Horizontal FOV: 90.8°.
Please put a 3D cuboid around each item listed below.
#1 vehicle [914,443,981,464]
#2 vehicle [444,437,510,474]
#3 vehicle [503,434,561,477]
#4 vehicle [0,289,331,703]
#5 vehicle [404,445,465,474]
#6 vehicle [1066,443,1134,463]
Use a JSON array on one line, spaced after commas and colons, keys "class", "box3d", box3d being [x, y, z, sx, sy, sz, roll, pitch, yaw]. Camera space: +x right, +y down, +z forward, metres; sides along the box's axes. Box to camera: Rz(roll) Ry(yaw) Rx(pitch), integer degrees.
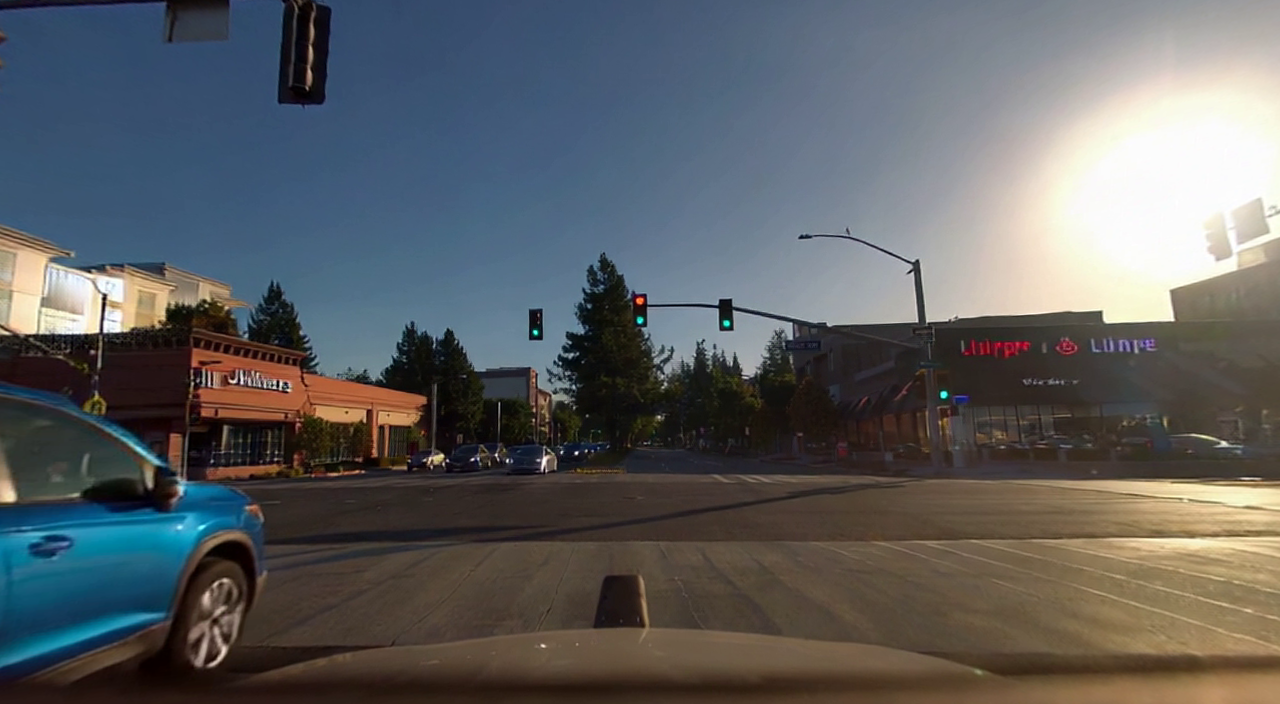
[{"class": "vehicle", "box3d": [23.918, 7.896, 49.222, 4.135, 1.417, 1.851, -2, -9, 2]}, {"class": "vehicle", "box3d": [-8.419, 5.393, 33.172, 2.273, 1.791, 4.809, 0, -8, -1]}, {"class": "vehicle", "box3d": [-4.925, 4.774, 29.493, 2.384, 1.787, 5.038, 1, -8, -6]}, {"class": "vehicle", "box3d": [-3.511, 0.747, 2.454, 2.313, 1.883, 5.016, 0, -8, -4]}, {"class": "vehicle", "box3d": [-11.322, 5.927, 35.143, 2.003, 1.476, 4.082, 0, -8, 1]}, {"class": "vehicle", "box3d": [34.551, 7.606, 47.498, 3.740, 1.433, 1.646, 0, -8, -1]}]
